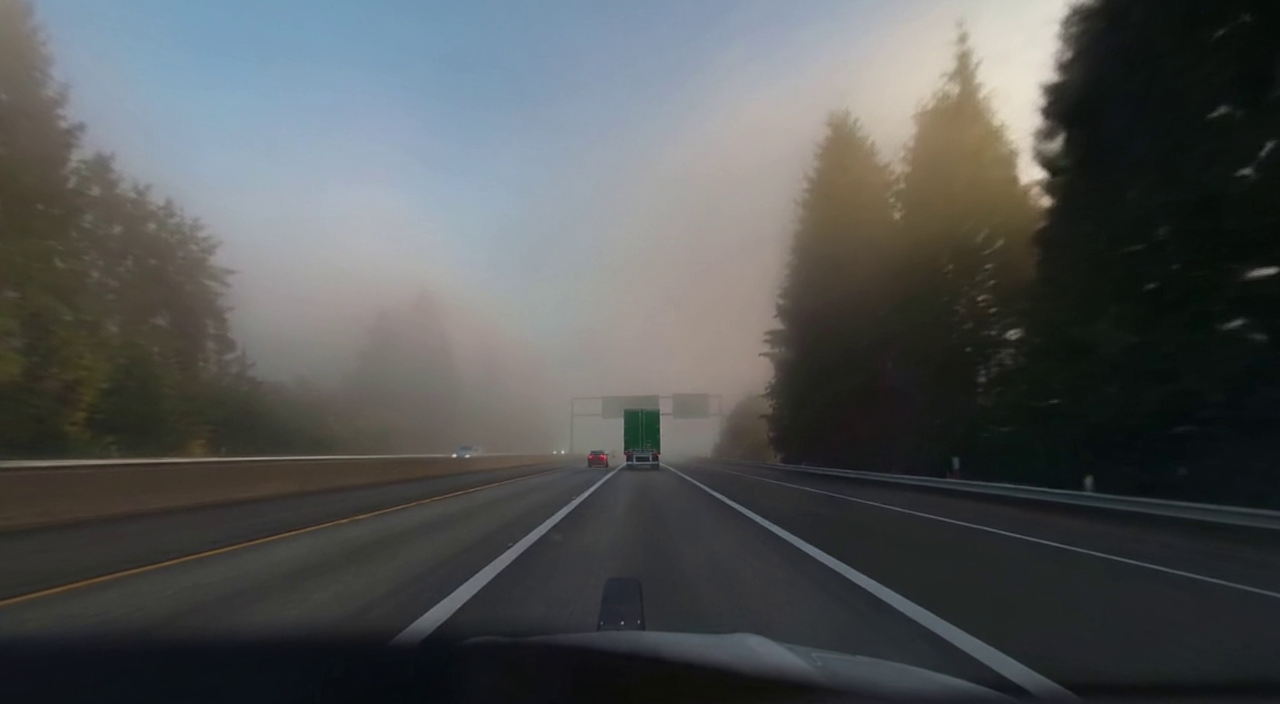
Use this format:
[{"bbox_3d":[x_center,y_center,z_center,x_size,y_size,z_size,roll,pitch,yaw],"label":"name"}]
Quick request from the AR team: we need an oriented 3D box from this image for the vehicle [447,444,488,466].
[{"bbox_3d":[-13.422,8.070,49.270,1.957,1.611,4.223,0,-9,0],"label":"vehicle"}]

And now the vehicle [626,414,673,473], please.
[{"bbox_3d":[0.485,6.416,43.956,2.893,3.628,9.081,0,-9,-2],"label":"vehicle"}]
